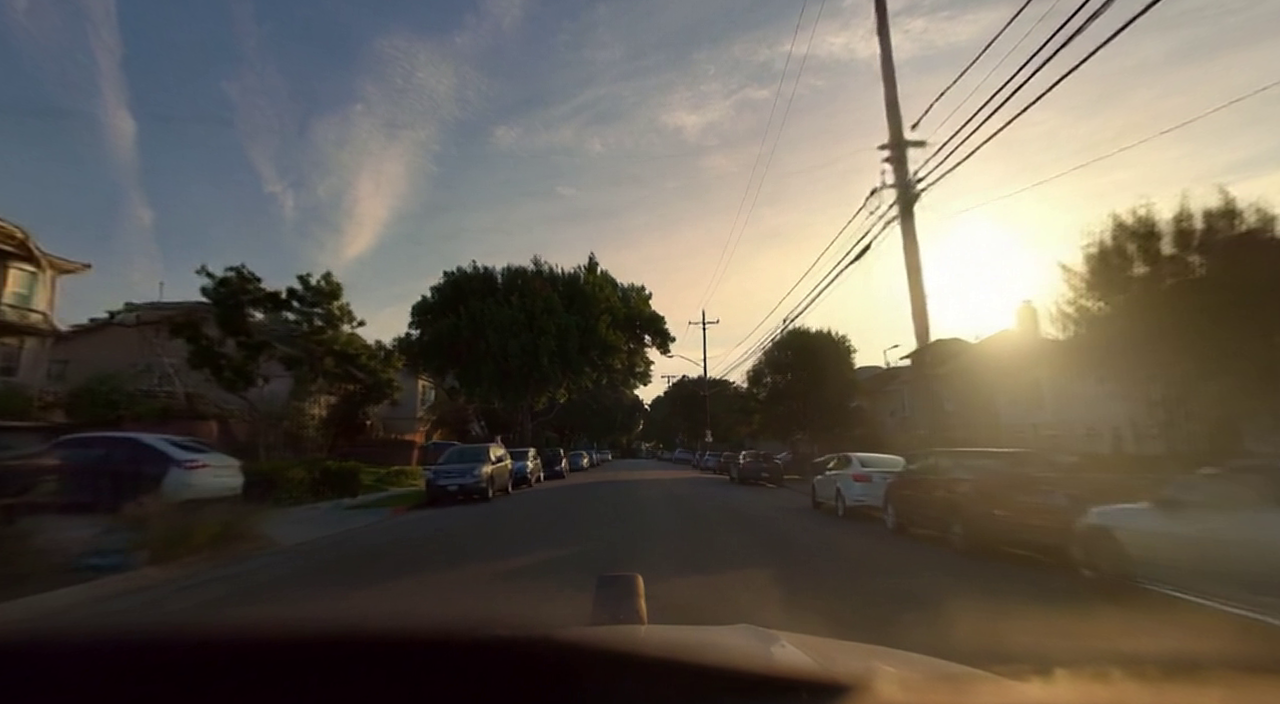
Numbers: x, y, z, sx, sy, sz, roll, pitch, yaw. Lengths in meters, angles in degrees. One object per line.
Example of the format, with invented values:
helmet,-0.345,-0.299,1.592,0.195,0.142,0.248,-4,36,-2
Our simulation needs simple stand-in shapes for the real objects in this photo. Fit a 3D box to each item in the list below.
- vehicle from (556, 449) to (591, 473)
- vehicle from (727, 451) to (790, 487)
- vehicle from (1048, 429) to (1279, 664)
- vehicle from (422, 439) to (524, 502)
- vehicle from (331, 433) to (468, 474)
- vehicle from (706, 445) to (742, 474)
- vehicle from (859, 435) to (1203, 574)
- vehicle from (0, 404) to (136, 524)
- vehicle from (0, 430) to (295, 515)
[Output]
vehicle,-4.374,7.252,42.230,1.973,1.454,4.559,0,-8,-1
vehicle,5.190,5.177,28.268,1.847,1.448,4.162,1,-9,-3
vehicle,5.251,1.352,4.468,1.826,1.566,4.307,0,-9,0
vehicle,-4.649,3.363,18.181,1.983,1.579,3.879,0,-10,-2
vehicle,-11.575,4.918,30.748,5.755,1.869,2.194,0,-7,-1
vehicle,5.626,7.263,42.787,1.959,1.828,4.175,0,-9,1
vehicle,5.339,2.111,9.724,2.063,1.573,4.900,0,-9,-1
vehicle,-11.130,1.758,10.345,3.899,1.730,2.026,2,-10,1
vehicle,-9.909,2.460,12.938,4.521,1.562,1.990,-1,-10,4
